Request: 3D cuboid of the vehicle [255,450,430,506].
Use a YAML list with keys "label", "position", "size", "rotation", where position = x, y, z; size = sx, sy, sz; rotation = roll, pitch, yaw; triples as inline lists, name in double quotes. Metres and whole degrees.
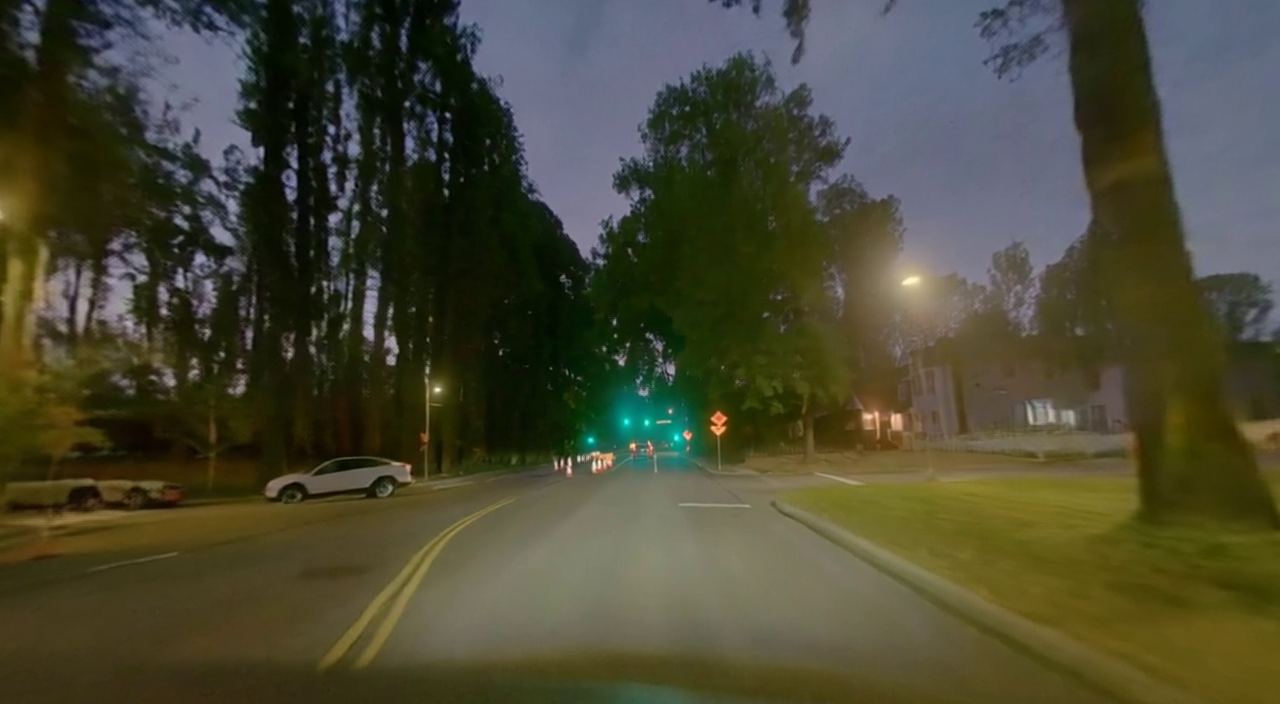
- label: "vehicle"
  position: [-9.447, 4.019, 20.342]
  size: [4.594, 1.696, 1.971]
  rotation: [0, -8, -1]
